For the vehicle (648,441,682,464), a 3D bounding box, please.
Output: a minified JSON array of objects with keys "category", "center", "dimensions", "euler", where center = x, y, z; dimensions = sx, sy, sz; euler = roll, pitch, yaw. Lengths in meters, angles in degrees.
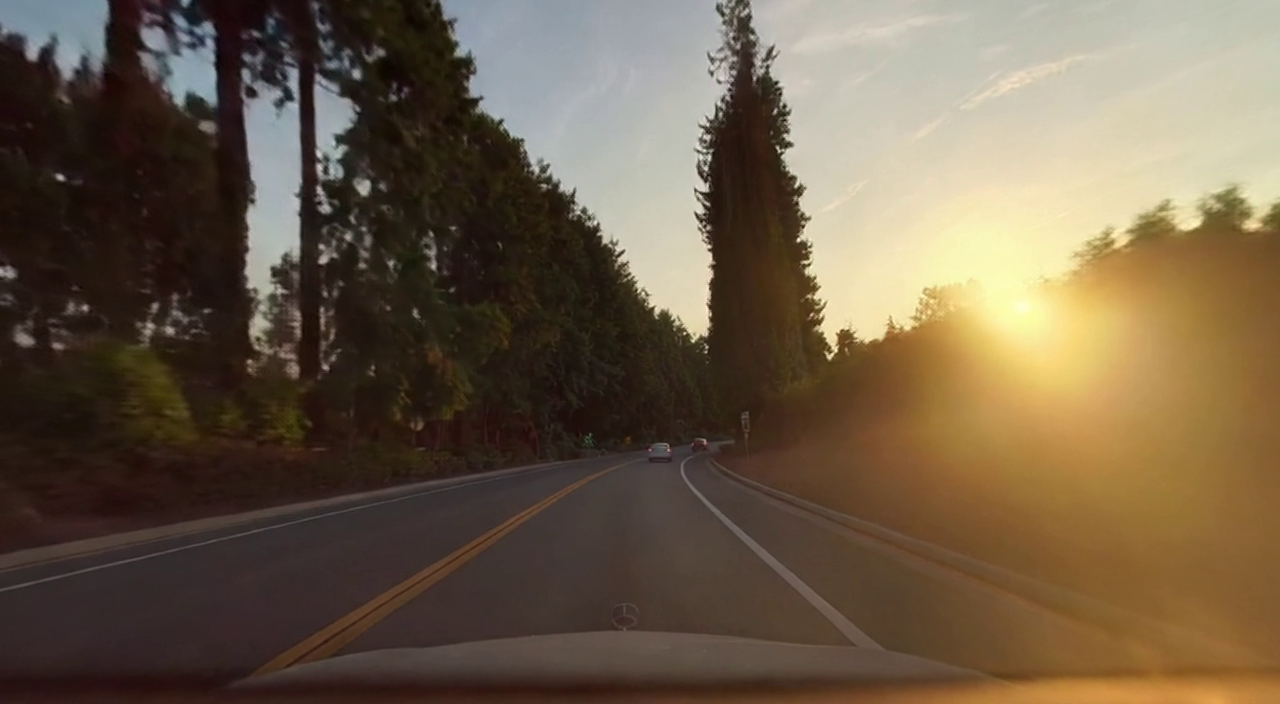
[{"category":"vehicle","center":[1.730,6.783,42.666],"dimensions":[2.071,1.474,4.047],"euler":[-1,-8,5]}]
